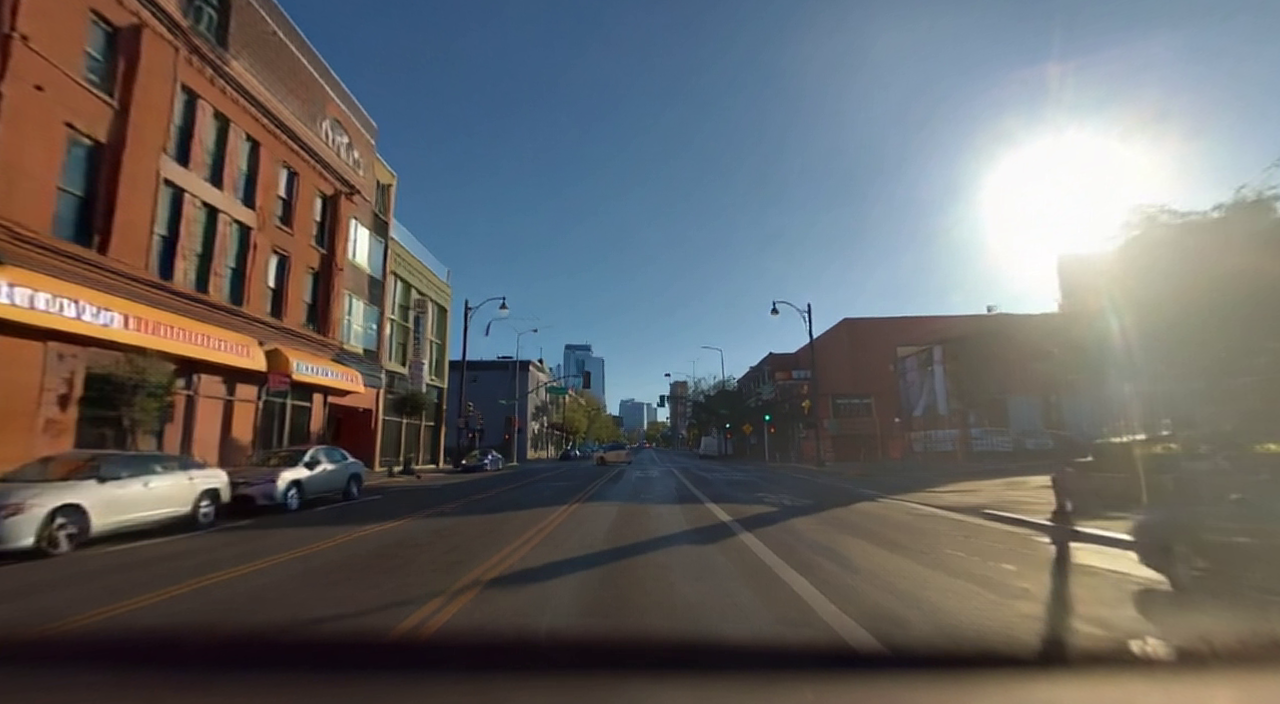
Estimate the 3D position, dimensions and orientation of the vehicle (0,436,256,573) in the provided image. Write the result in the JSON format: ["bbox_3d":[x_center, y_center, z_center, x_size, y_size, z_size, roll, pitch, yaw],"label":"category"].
[{"bbox_3d":[-8.990,2.304,10.507,2.004,1.709,4.941,-1,-8,1],"label":"vehicle"}]

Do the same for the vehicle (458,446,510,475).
[{"bbox_3d":[-8.948,6.242,36.600,1.908,1.529,4.522,0,-8,-1],"label":"vehicle"}]

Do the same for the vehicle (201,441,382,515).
[{"bbox_3d":[-8.743,3.153,16.423,1.961,1.627,4.634,-1,-8,2],"label":"vehicle"}]

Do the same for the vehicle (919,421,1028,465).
[{"bbox_3d":[15.317,4.252,29.403,2.180,1.848,5.417,0,-8,1],"label":"vehicle"}]

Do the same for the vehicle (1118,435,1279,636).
[{"bbox_3d":[6.040,1.357,4.310,1.989,1.571,4.607,0,-8,2],"label":"vehicle"}]

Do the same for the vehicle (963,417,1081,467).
[{"bbox_3d":[17.964,4.298,30.079,2.145,2.151,5.636,-1,-8,1],"label":"vehicle"}]
